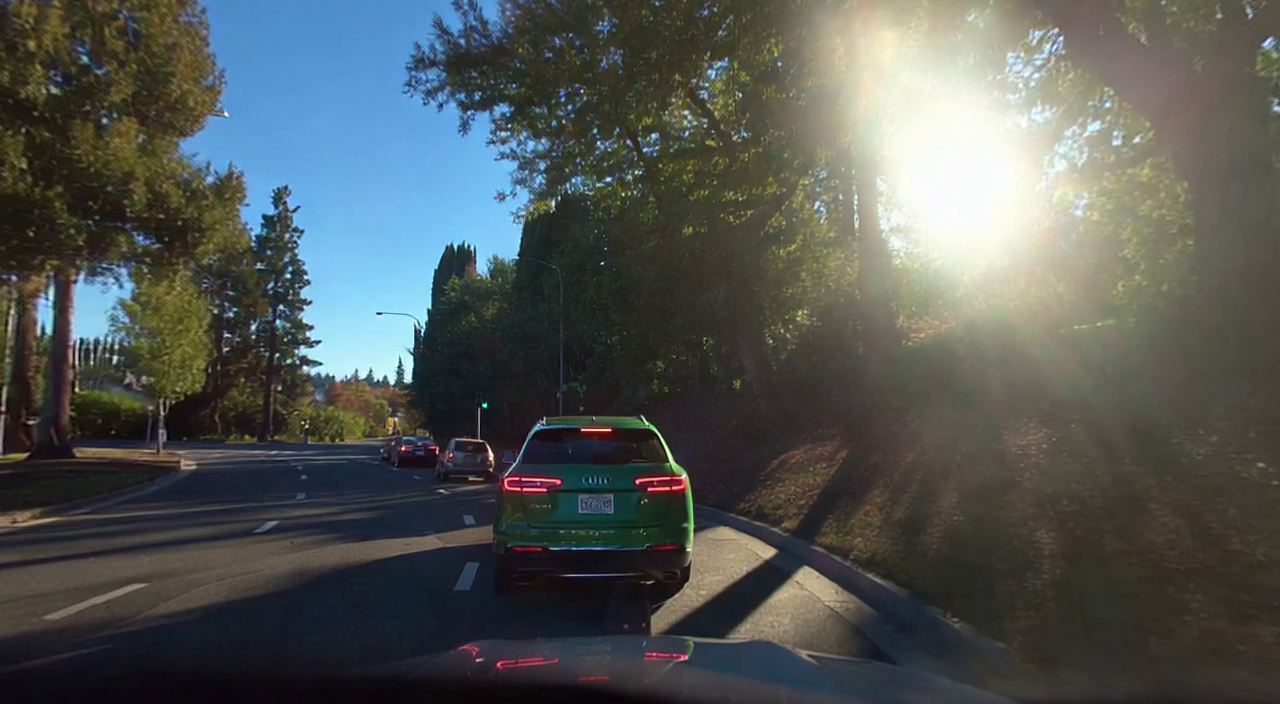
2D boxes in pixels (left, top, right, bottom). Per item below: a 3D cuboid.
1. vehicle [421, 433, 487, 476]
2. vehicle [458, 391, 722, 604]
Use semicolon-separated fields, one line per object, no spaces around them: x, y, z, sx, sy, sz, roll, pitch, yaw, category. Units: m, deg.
-7.307;3.949;24.504;1.902;1.536;3.662;4;-9;-24;vehicle
-0.687;1.460;7.219;2.134;1.671;4.147;1;-8;-9;vehicle
